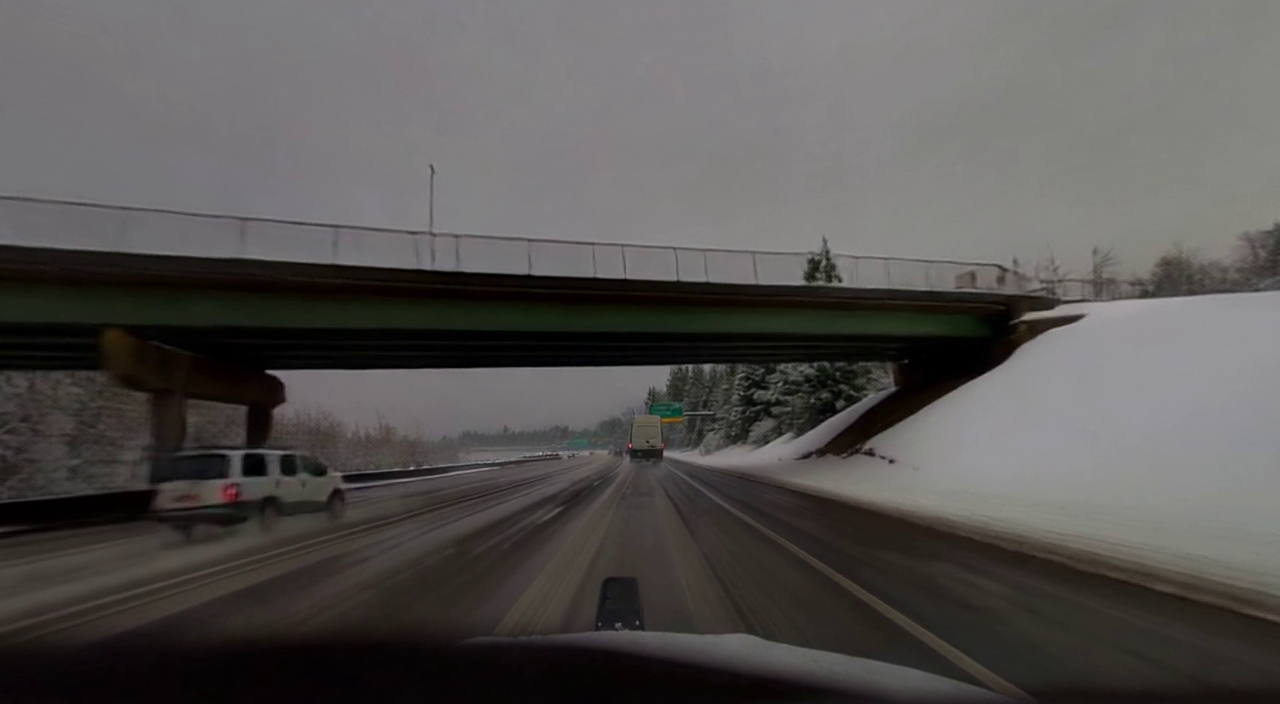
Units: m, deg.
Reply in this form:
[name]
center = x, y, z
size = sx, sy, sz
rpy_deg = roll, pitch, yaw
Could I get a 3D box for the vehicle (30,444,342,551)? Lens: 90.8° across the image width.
[vehicle]
center = -7.447, 2.389, 11.176
size = 1.953, 1.452, 4.711
rpy_deg = 0, -9, 1
